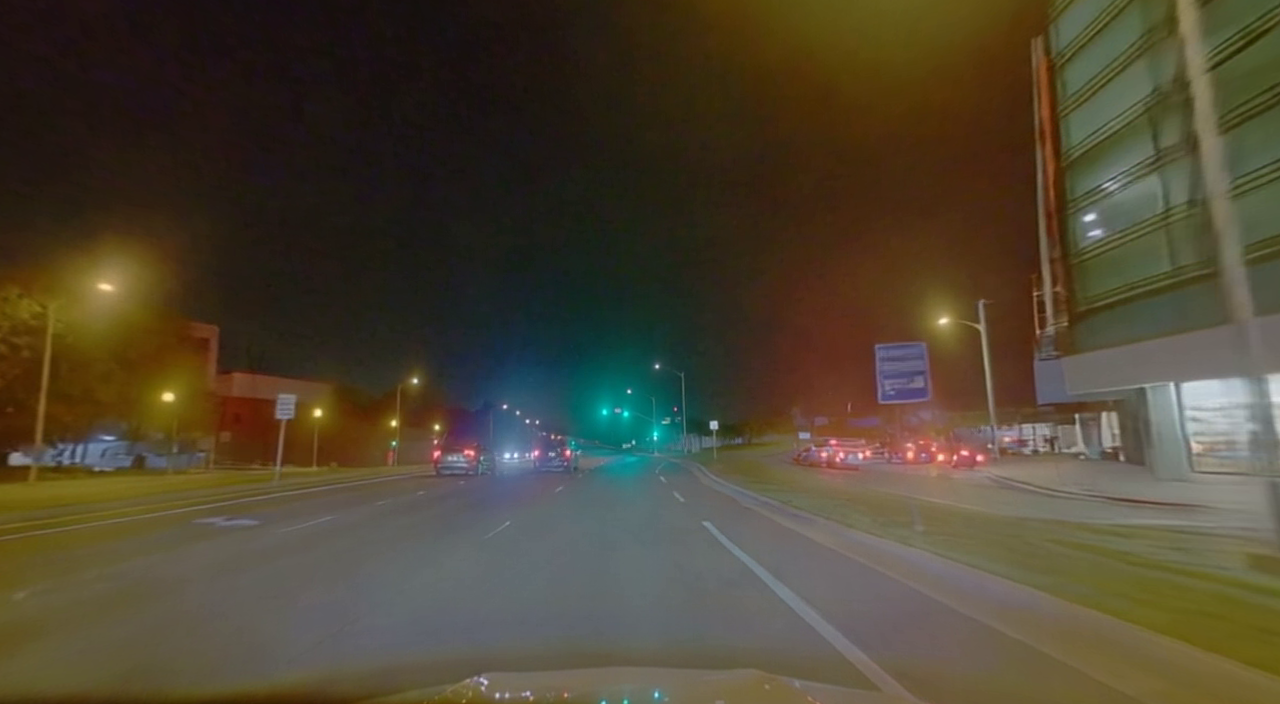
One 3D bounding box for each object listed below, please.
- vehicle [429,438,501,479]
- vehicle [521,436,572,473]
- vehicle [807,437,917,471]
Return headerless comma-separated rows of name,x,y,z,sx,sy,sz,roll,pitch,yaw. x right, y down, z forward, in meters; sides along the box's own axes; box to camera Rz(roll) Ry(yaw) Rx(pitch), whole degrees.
vehicle,-7.510,4.608,27.584,1.909,1.605,4.561,0,-9,-1
vehicle,-4.653,5.186,32.058,2.052,1.729,4.195,0,-9,-1
vehicle,10.533,4.875,30.255,4.513,1.541,1.948,-1,-9,4
